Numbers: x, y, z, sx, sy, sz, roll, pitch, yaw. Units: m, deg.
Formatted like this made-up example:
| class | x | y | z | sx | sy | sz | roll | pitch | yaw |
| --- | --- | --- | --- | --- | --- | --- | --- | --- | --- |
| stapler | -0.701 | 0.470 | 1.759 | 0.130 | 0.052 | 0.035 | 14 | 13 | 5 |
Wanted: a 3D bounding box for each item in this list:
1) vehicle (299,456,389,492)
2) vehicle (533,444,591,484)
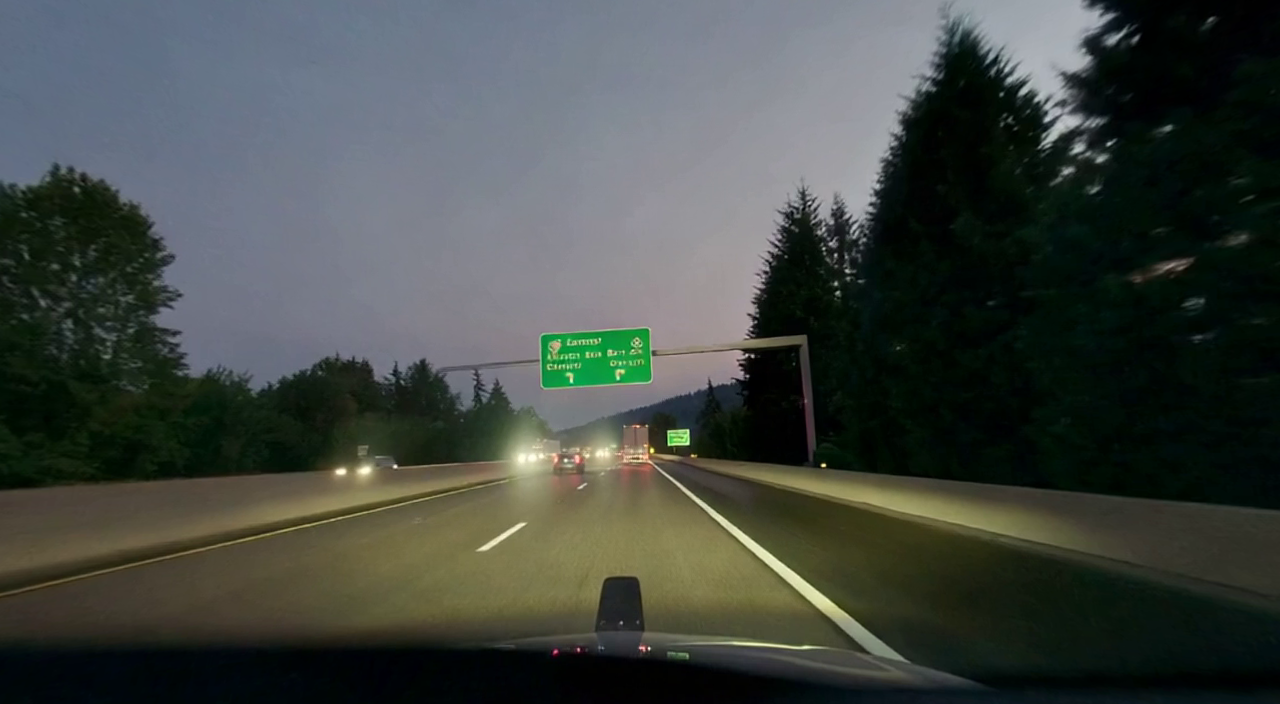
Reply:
| class | x | y | z | sx | sy | sz | roll | pitch | yaw |
| --- | --- | --- | --- | --- | --- | --- | --- | --- | --- |
| vehicle | -13.038 | 5.365 | 28.129 | 1.806 | 1.426 | 4.451 | 0 | -9 | 1 |
| vehicle | -3.495 | 5.152 | 29.210 | 2.081 | 1.682 | 4.425 | 0 | -9 | 1 |
